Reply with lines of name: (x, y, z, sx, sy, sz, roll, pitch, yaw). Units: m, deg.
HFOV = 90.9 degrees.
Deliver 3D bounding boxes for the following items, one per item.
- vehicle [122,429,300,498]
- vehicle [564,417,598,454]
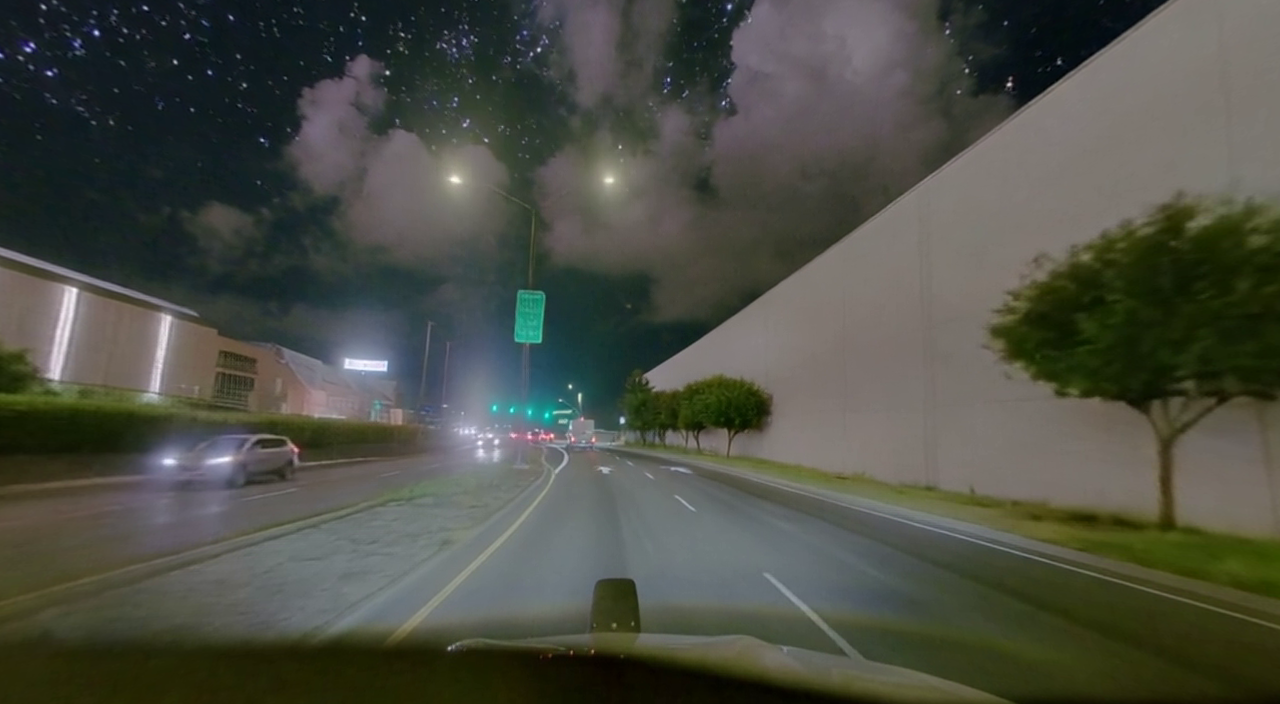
vehicle: (-10.728, 2.785, 16.188, 1.897, 1.515, 3.986, 0, -8, -3)
vehicle: (-4.720, 6.608, 49.568, 2.276, 2.706, 5.232, 1, -8, -9)
